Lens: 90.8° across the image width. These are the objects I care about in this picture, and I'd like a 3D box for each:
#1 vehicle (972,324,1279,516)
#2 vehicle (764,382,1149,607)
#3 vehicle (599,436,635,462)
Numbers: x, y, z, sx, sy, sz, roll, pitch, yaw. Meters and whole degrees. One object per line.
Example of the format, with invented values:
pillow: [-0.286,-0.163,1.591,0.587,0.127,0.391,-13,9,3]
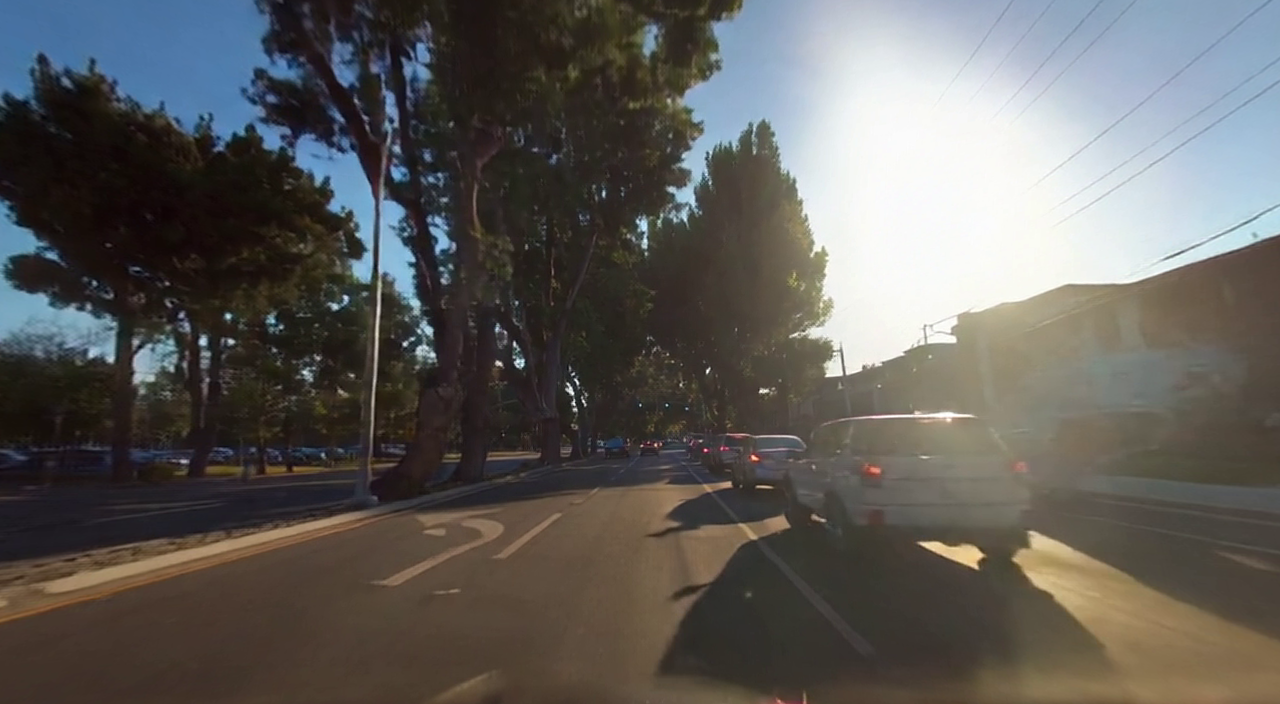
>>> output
vehicle: [6.861,1.058,9.385,1.933,2.309,3.468,0,-8,1]
vehicle: [2.846,1.414,7.137,2.052,1.693,4.554,0,-8,1]
vehicle: [-1.492,6.618,43.139,2.083,1.691,4.398,-1,-8,3]
